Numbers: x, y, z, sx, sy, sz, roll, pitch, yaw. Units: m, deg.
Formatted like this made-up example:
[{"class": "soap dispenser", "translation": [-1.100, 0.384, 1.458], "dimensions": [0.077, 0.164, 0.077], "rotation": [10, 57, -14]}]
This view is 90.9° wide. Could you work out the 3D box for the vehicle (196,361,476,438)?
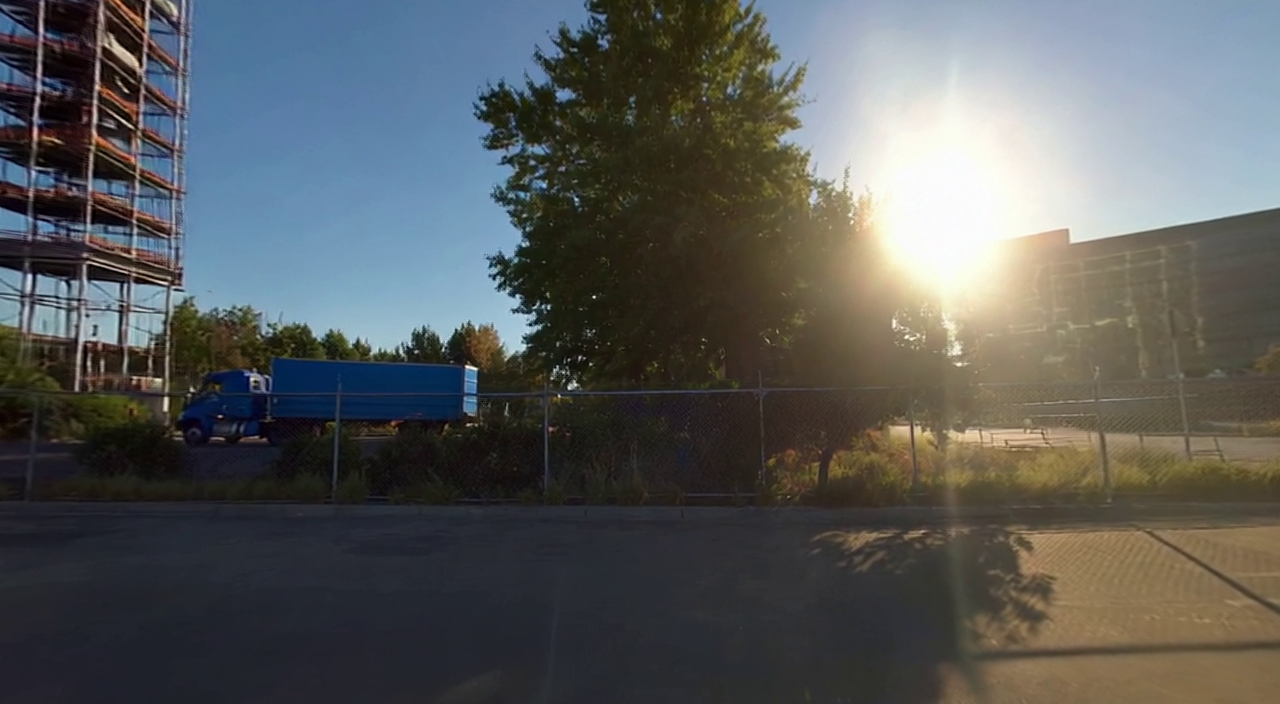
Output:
[{"class": "vehicle", "translation": [-16.821, 2.794, 35.990], "dimensions": [14.067, 4.099, 2.832], "rotation": [1, -9, -6]}]
